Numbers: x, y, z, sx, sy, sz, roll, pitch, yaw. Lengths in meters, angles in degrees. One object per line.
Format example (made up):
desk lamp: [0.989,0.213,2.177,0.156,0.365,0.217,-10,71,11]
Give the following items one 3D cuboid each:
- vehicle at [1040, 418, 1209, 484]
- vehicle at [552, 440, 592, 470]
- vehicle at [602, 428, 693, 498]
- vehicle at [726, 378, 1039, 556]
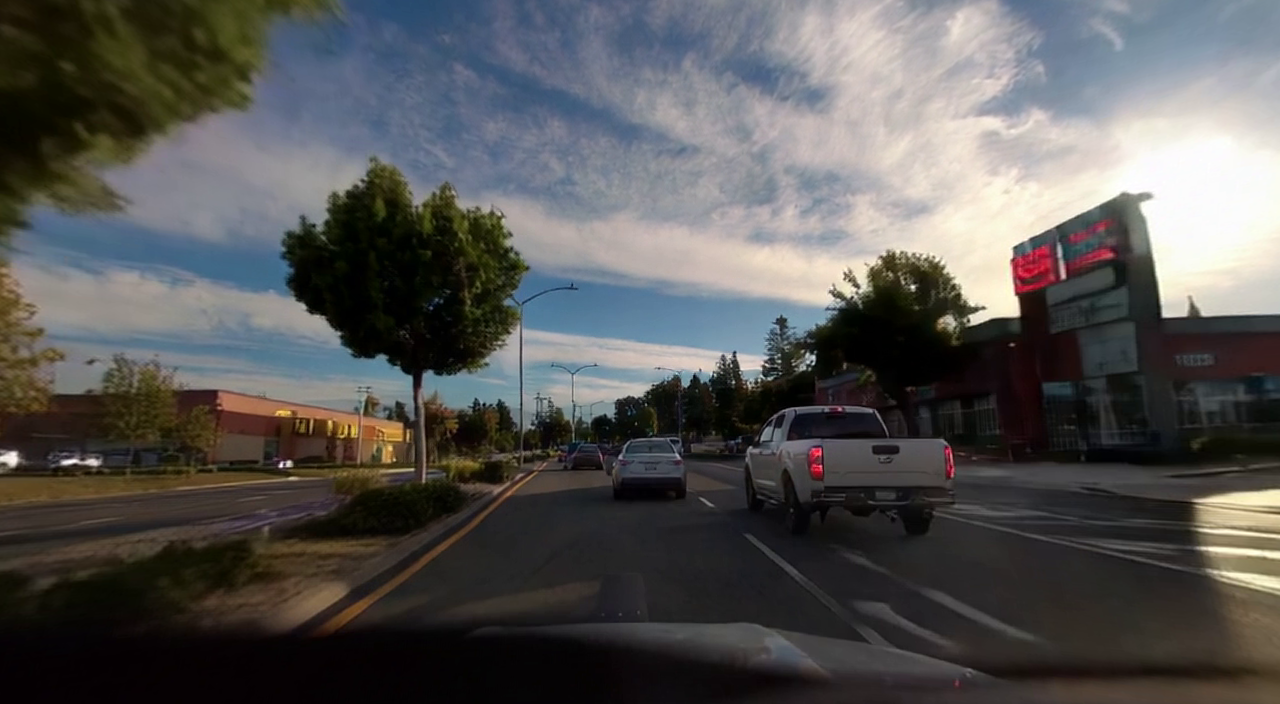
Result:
vehicle: [15.110,3.080,19.680,4.299,1.878,1.989,3,-9,-19]
vehicle: [-3.585,5.454,33.568,1.960,1.475,4.161,1,-9,-5]
vehicle: [0.153,2.931,16.947,2.145,1.650,4.021,0,-8,-1]
vehicle: [3.314,1.816,10.595,2.731,2.101,6.047,0,-8,-1]
